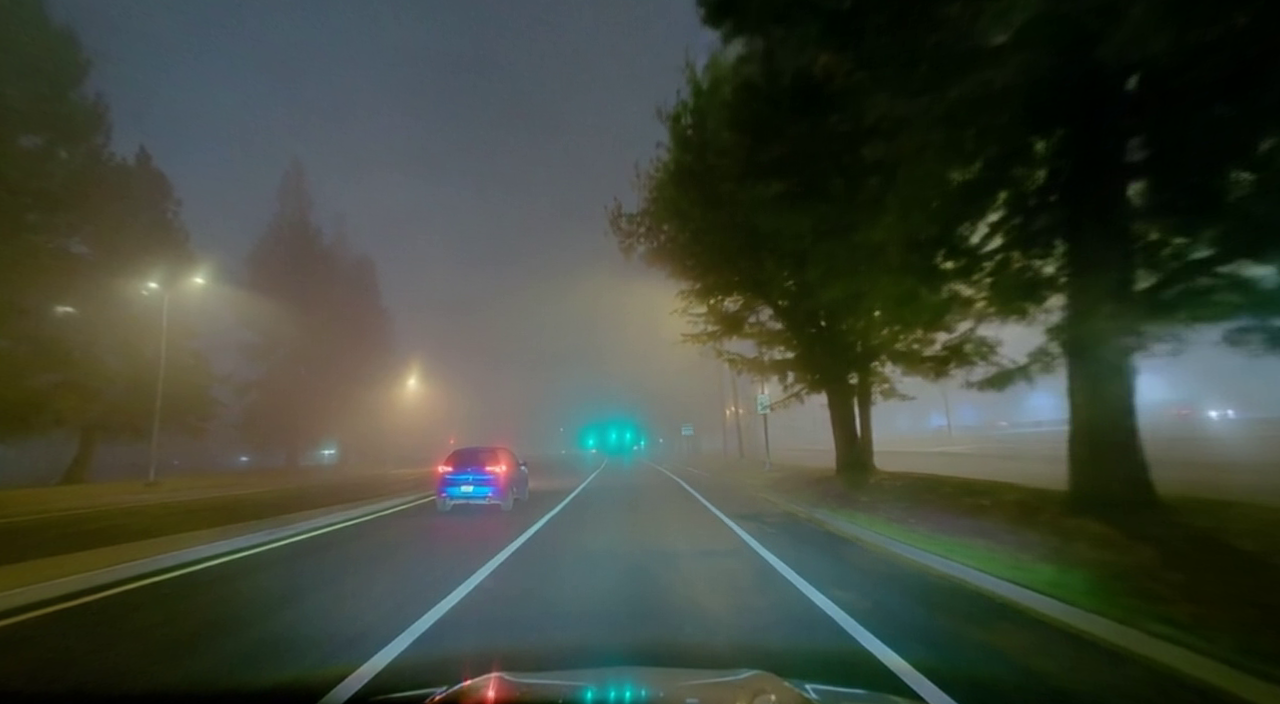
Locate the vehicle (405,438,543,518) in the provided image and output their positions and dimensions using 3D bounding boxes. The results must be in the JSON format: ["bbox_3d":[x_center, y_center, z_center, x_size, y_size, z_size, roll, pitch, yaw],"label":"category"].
[{"bbox_3d":[-3.409,2.664,13.886,1.964,1.472,4.078,0,-9,-1],"label":"vehicle"}]
